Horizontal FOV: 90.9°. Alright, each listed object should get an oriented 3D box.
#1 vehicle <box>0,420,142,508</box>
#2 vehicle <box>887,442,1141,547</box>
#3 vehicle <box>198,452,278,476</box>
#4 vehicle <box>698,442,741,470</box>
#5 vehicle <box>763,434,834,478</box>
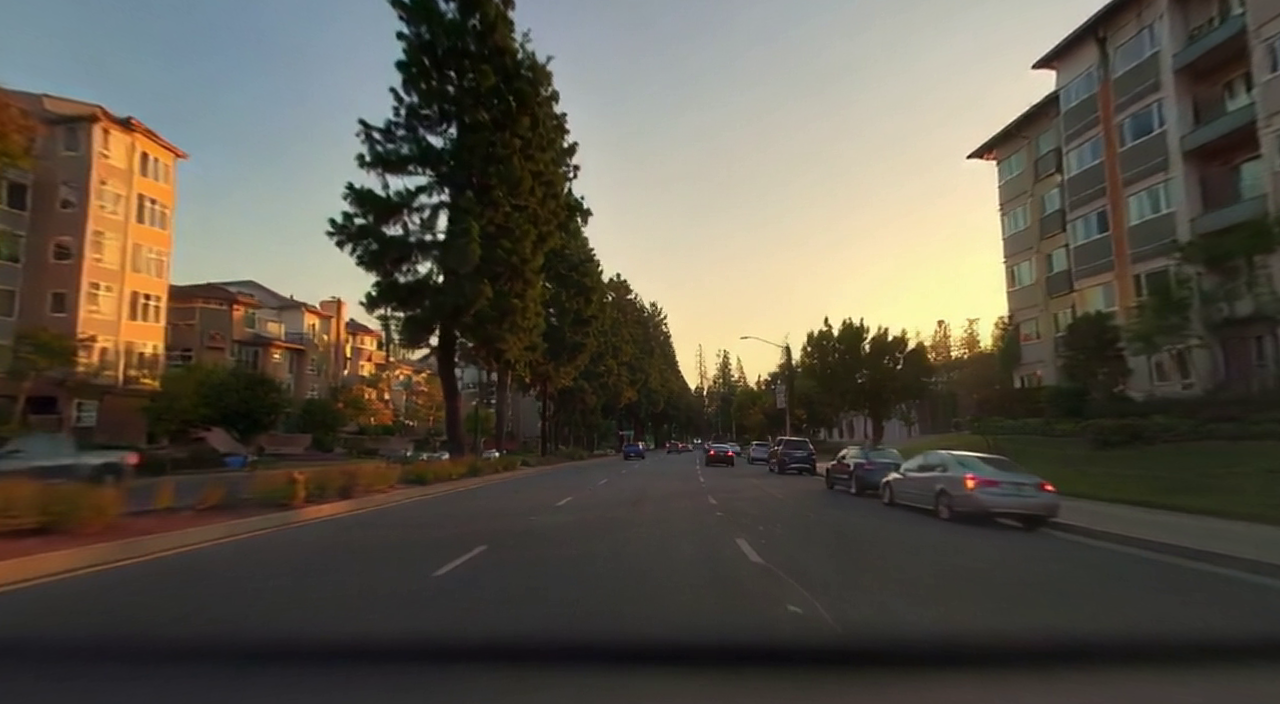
[{"bbox_3d":[-15.210,2.644,15.030,2.049,1.933,5.586,0,-8,0],"label":"vehicle"},{"bbox_3d":[6.605,2.518,12.009,1.959,1.538,4.953,0,-9,2],"label":"vehicle"},{"bbox_3d":[-29.658,8.212,46.544,4.598,1.661,1.958,7,-11,-40],"label":"vehicle"},{"bbox_3d":[4.537,6.017,36.572,2.128,1.502,4.572,0,-9,3],"label":"vehicle"},{"bbox_3d":[7.730,5.155,31.438,2.213,1.949,5.907,0,-9,2],"label":"vehicle"}]
